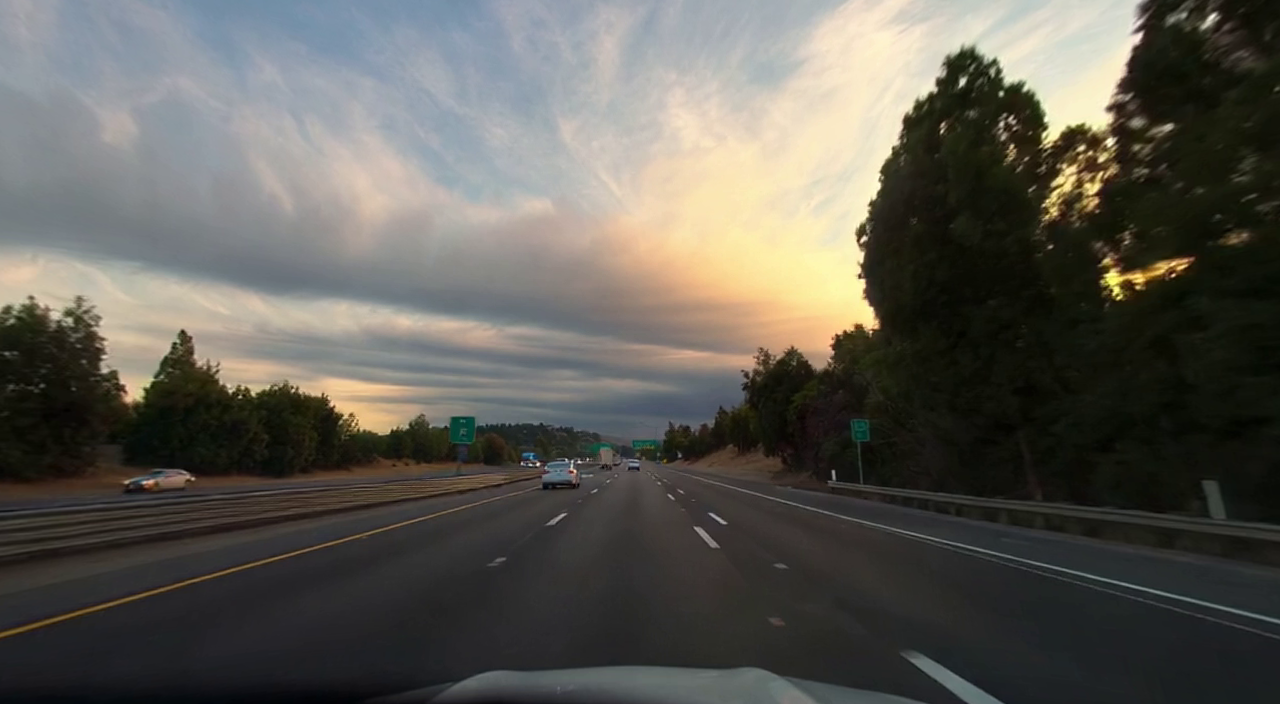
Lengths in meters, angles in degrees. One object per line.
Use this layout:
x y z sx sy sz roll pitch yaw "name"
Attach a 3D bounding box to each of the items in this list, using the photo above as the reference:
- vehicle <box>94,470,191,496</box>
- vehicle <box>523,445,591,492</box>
-30.741 8.108 39.099 1.771 1.457 4.492 -1 -11 11 "vehicle"
-3.572 5.182 28.080 2.390 1.879 4.423 1 -10 1 "vehicle"
